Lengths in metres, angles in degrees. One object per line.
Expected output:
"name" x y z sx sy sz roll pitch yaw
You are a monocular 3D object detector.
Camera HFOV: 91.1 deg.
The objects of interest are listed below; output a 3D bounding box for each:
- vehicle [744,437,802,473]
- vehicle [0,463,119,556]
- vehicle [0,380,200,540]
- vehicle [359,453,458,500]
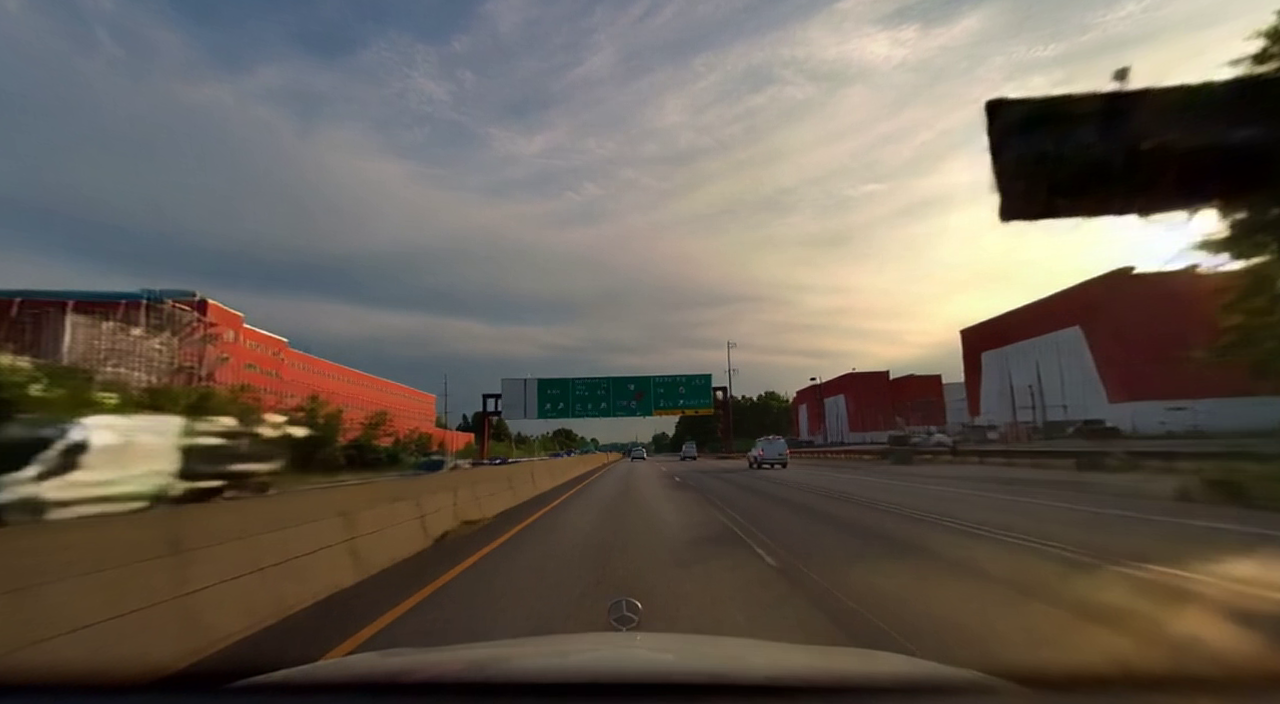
"vehicle" 7.582 5.933 36.374 2.156 1.943 5.010 0 -9 -1
"vehicle" -11.780 2.719 10.725 1.875 1.508 4.592 0 -9 -1
"vehicle" -15.813 2.896 17.301 2.948 3.616 5.901 0 -9 0
"vehicle" -8.297 4.468 22.973 1.966 1.472 4.414 0 -9 0
